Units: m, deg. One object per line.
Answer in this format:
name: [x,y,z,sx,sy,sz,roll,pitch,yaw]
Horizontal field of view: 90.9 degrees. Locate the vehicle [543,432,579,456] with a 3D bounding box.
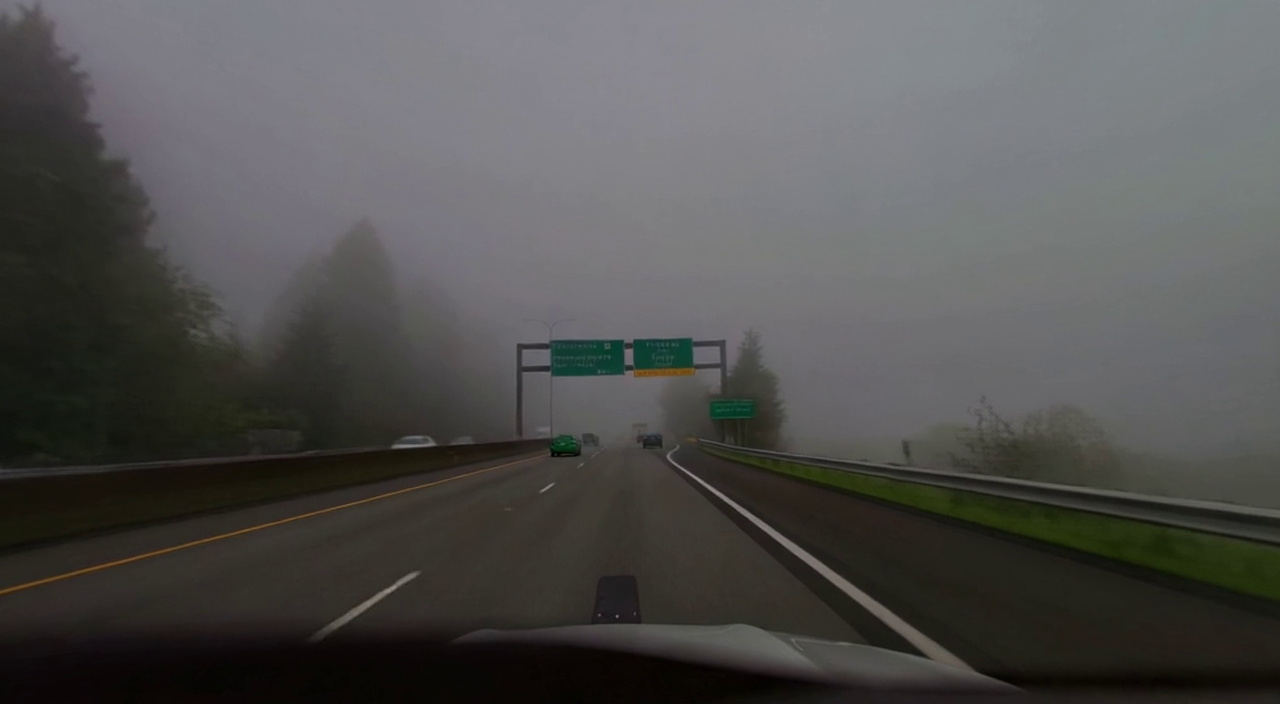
vehicle: [-5.177,6.050,41.519,1.959,1.514,3.668,0,-8,-1]

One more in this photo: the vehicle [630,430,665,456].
vehicle: [0.466,5.849,40.581,2.139,1.561,4.060,0,-8,1]

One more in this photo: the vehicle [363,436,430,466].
vehicle: [-13.397,5.444,34.988,1.976,1.495,4.556,0,-8,-1]
